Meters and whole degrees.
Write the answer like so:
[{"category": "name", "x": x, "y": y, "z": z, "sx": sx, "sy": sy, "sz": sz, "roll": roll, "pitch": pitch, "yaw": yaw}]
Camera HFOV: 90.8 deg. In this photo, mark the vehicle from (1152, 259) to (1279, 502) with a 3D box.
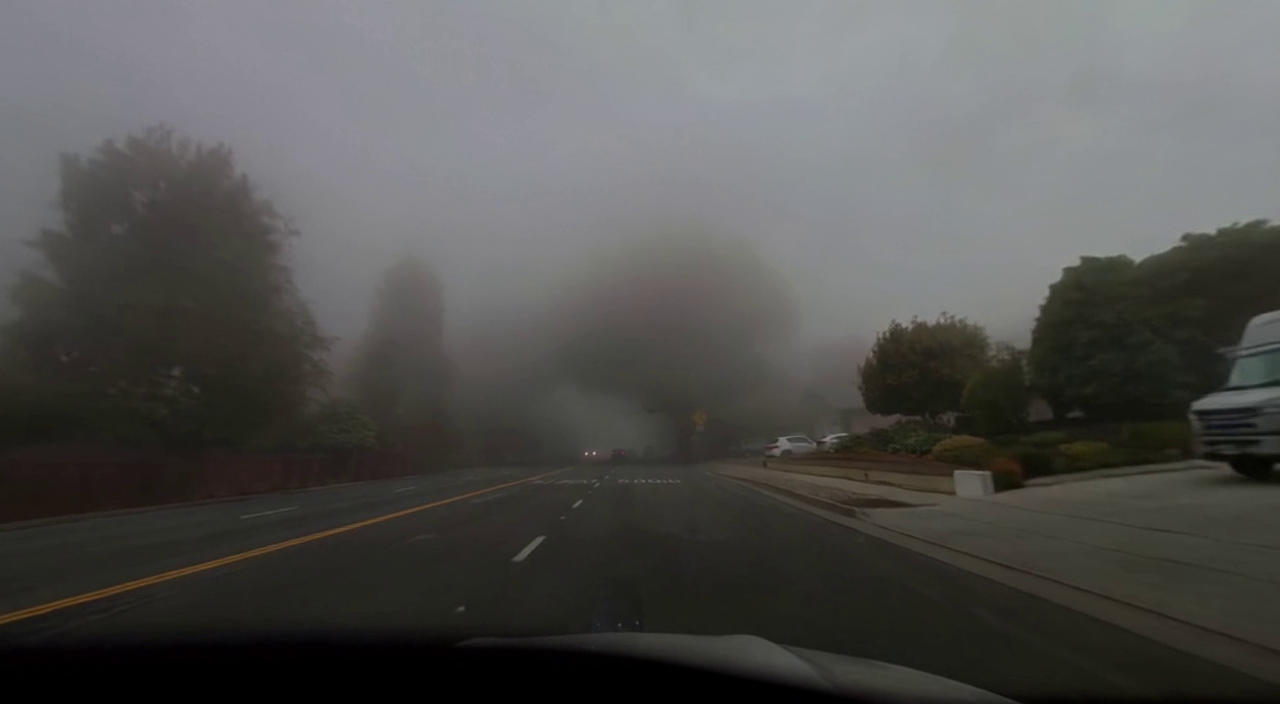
[{"category": "vehicle", "x": 17.548, "y": 0.417, "z": 12.198, "sx": 12.151, "sy": 4.157, "sz": 3.709, "roll": -1, "pitch": -15, "yaw": -6}]
